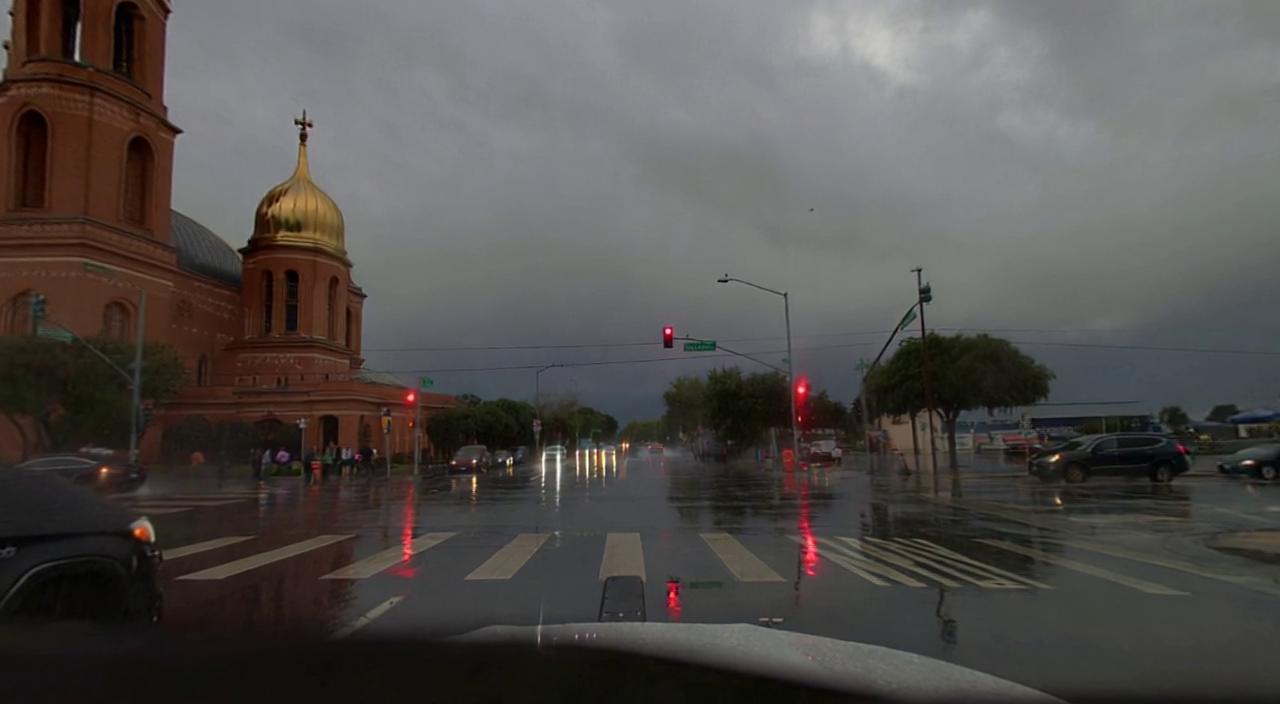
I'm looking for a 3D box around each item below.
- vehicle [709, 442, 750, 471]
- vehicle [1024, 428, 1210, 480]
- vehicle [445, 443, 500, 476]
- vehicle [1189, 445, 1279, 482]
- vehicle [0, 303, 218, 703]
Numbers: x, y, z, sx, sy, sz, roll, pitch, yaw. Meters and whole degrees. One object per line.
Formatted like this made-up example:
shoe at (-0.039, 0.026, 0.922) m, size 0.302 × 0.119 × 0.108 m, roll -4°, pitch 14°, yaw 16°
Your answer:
vehicle at (5.825, 6.810, 41.504) m, size 1.969 × 1.776 × 4.329 m, roll 0°, pitch -8°, yaw -1°
vehicle at (19.875, 4.271, 26.578) m, size 5.852 × 2.057 × 2.361 m, roll 0°, pitch -8°, yaw 0°
vehicle at (-10.236, 6.594, 38.971) m, size 2.076 × 1.876 × 4.669 m, roll 0°, pitch -8°, yaw 1°
vehicle at (26.382, 4.674, 26.683) m, size 4.561 × 1.475 × 1.850 m, roll 0°, pitch -8°, yaw 0°
vehicle at (-3.880, 0.574, 1.101) m, size 2.251 × 2.009 × 5.688 m, roll 0°, pitch -8°, yaw 1°
